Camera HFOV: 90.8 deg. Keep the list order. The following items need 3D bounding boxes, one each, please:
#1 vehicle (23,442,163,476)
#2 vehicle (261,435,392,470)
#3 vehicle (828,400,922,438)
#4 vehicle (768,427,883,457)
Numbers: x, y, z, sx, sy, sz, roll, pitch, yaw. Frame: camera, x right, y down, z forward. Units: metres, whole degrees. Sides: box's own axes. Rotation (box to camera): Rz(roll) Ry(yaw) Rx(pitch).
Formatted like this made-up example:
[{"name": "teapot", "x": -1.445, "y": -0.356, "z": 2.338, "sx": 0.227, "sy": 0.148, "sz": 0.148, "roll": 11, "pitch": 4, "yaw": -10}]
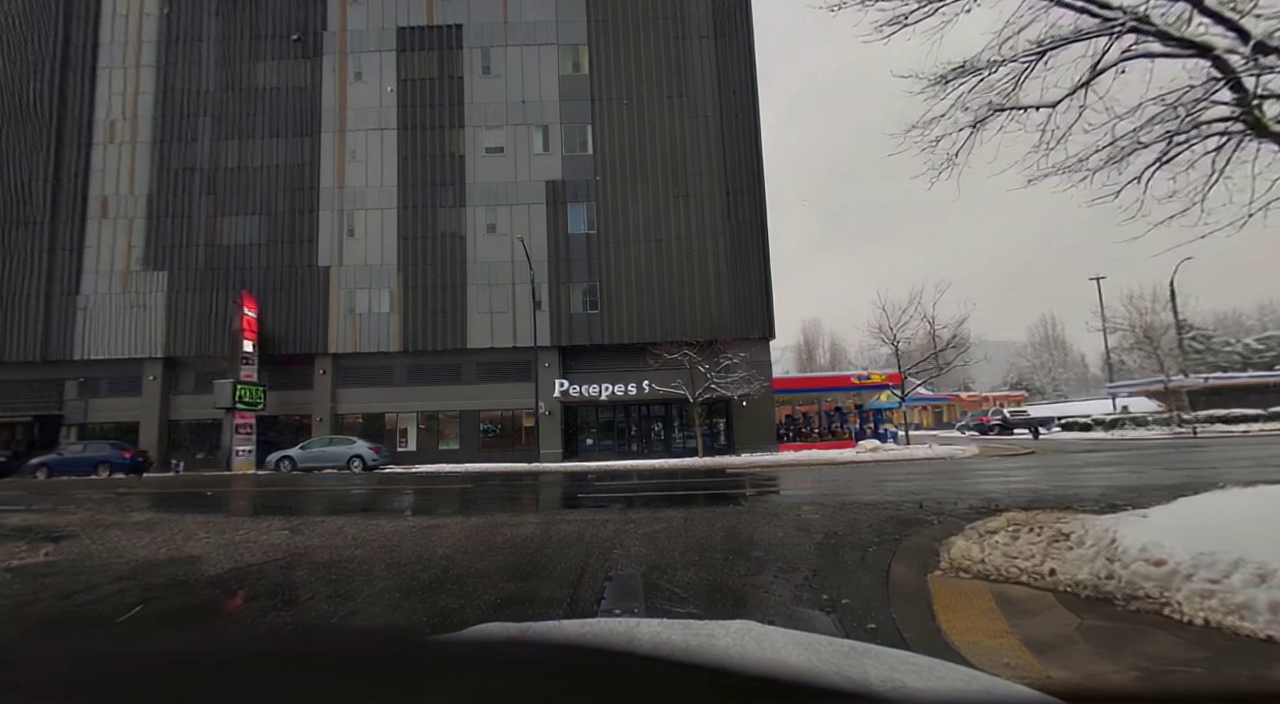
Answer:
[{"name": "vehicle", "x": -23.628, "y": 4.623, "z": 27.410, "sx": 4.321, "sy": 1.430, "sz": 1.775, "roll": 0, "pitch": -9, "yaw": -2}, {"name": "vehicle", "x": -13.945, "y": 4.496, "z": 28.272, "sx": 4.857, "sy": 1.497, "sz": 1.811, "roll": 0, "pitch": -9, "yaw": 2}, {"name": "vehicle", "x": 16.069, "y": 4.646, "z": 43.438, "sx": 5.524, "sy": 2.504, "sz": 2.196, "roll": 0, "pitch": -9, "yaw": -2}, {"name": "vehicle", "x": 8.622, "y": 4.232, "z": 29.611, "sx": 4.782, "sy": 1.371, "sz": 1.763, "roll": 1, "pitch": -9, "yaw": -6}]
